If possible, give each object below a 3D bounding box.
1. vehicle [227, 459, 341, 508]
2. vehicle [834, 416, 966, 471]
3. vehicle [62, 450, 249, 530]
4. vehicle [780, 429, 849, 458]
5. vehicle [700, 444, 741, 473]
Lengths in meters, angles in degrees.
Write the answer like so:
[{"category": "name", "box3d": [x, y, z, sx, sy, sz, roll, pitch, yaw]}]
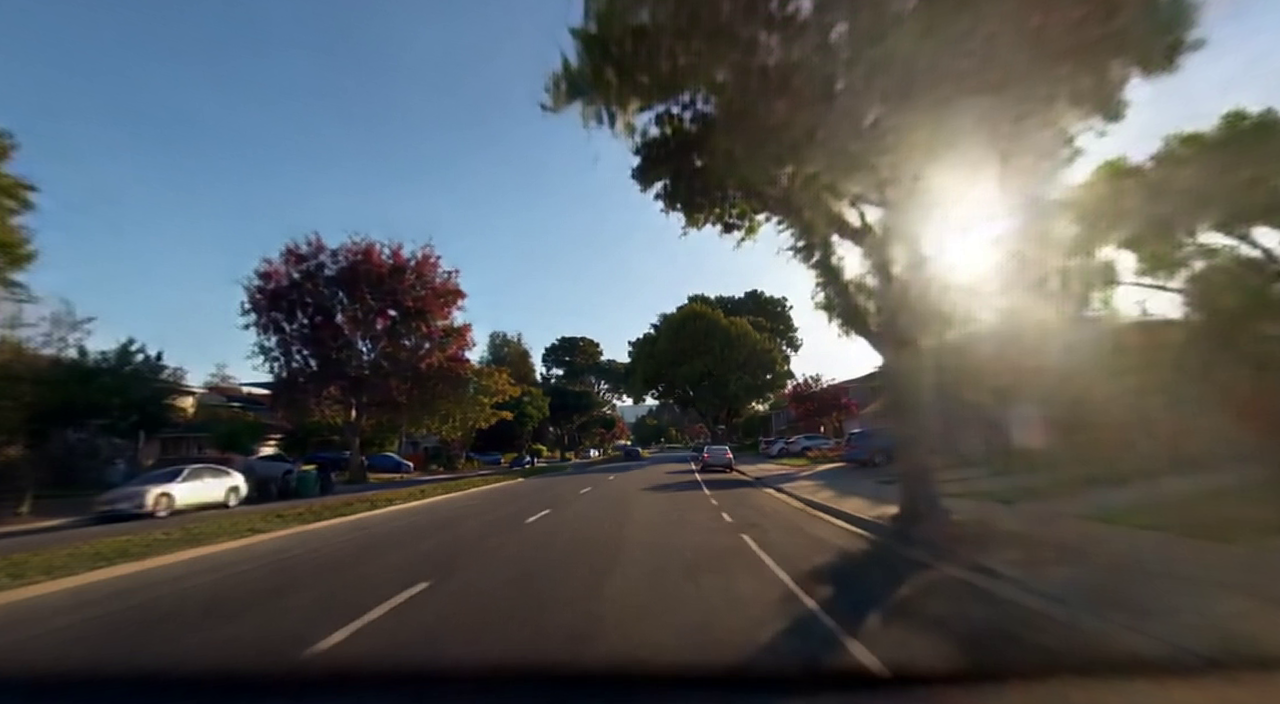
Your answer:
[{"category": "vehicle", "box3d": [-13.684, 5.051, 24.611, 1.695, 1.423, 4.371, -9, -9, 3]}, {"category": "vehicle", "box3d": [10.715, 3.795, 26.274, 4.463, 1.765, 1.960, -5, -8, -3]}, {"category": "vehicle", "box3d": [-14.213, 3.995, 18.937, 2.009, 1.789, 4.449, -7, -9, 2]}, {"category": "vehicle", "box3d": [12.866, 6.747, 46.609, 4.591, 1.867, 2.057, 2, -11, -28]}, {"category": "vehicle", "box3d": [4.445, 5.915, 35.367, 2.016, 1.477, 4.207, -1, -8, 4]}]
